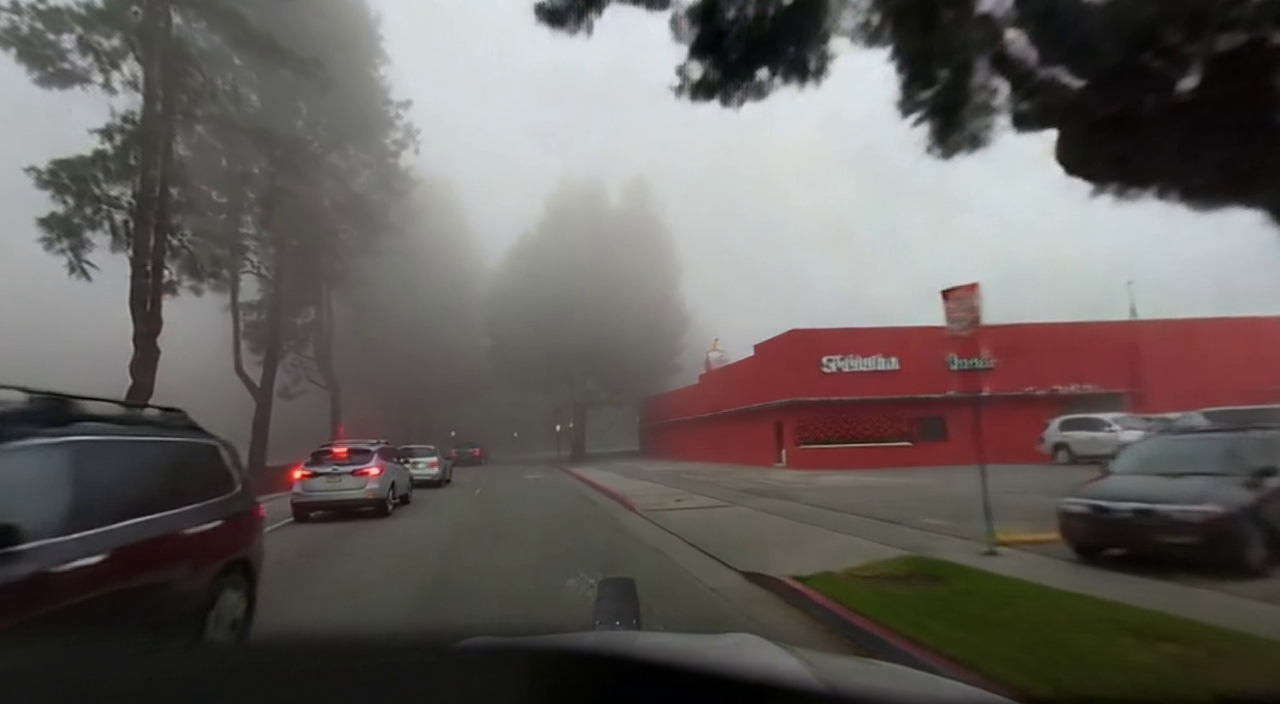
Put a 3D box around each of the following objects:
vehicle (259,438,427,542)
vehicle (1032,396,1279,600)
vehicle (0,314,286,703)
[{"bbox_3d":[-5.246,2.392,11.733,1.768,1.539,4.147,1,-8,-11],"label":"vehicle"},{"bbox_3d":[6.079,1.300,6.590,3.575,1.473,1.785,-1,-8,-32],"label":"vehicle"},{"bbox_3d":[-3.164,0.778,2.105,2.065,1.773,4.128,1,-8,-9],"label":"vehicle"}]
